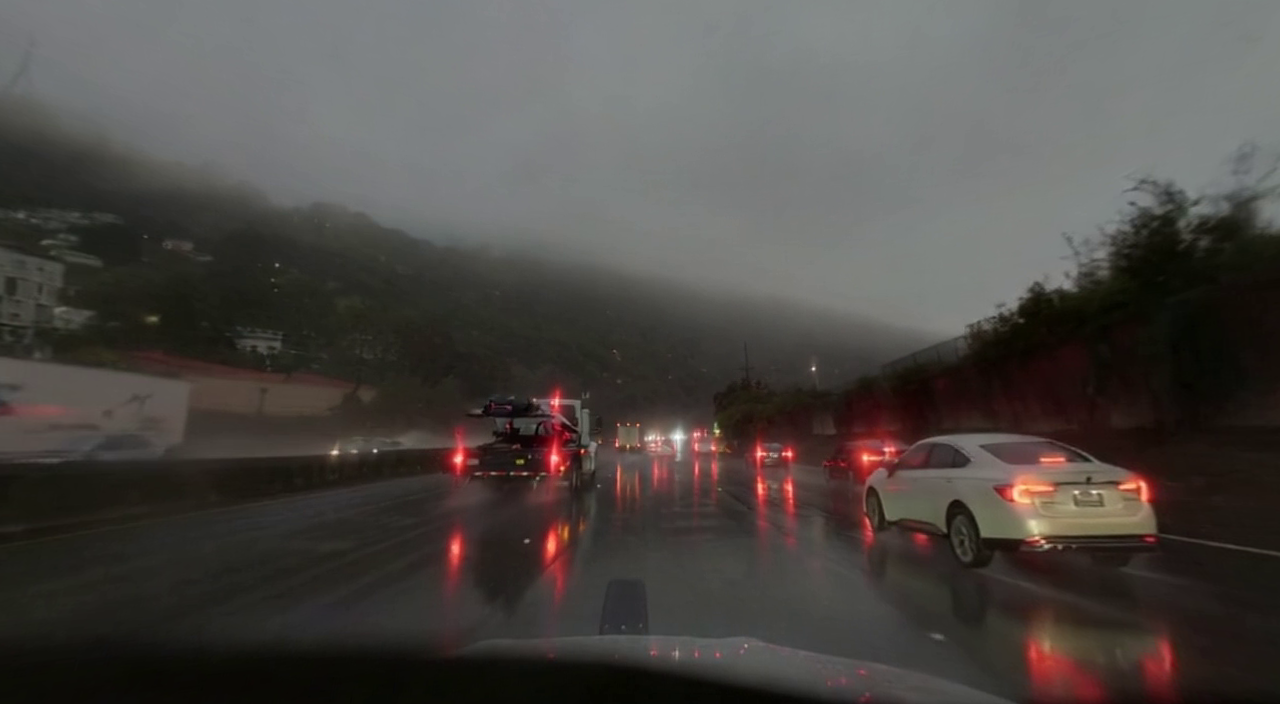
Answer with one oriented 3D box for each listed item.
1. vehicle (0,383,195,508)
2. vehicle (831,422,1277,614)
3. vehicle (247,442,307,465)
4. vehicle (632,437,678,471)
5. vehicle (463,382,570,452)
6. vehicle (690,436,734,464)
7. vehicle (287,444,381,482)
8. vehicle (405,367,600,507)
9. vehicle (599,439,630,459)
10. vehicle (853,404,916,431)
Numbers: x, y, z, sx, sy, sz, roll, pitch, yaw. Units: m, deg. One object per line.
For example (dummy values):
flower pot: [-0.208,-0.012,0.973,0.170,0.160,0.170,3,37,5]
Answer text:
vehicle: [-13.435,2.126,14.337,2.548,2.365,5.452,0,-8,1]
vehicle: [3.929,1.616,7.156,2.040,1.481,4.260,0,-8,-2]
vehicle: [-27.035,7.561,47.161,1.825,1.670,4.151,-1,-8,3]
vehicle: [0.694,4.841,30.185,2.079,1.499,3.915,0,-8,1]
vehicle: [-3.230,1.910,17.532,1.893,1.674,4.766,0,-8,2]
vehicle: [4.281,5.927,38.235,2.075,1.614,4.682,0,-8,-1]
vehicle: [-12.594,4.561,26.240,1.877,1.403,3.836,0,-8,2]
vehicle: [-3.244,2.529,18.571,3.162,2.955,10.282,0,-8,2]
vehicle: [-1.880,7.426,48.237,2.016,1.450,4.310,0,-8,2]
vehicle: [14.814,4.039,38.500,1.930,1.454,4.126,0,-8,-4]
